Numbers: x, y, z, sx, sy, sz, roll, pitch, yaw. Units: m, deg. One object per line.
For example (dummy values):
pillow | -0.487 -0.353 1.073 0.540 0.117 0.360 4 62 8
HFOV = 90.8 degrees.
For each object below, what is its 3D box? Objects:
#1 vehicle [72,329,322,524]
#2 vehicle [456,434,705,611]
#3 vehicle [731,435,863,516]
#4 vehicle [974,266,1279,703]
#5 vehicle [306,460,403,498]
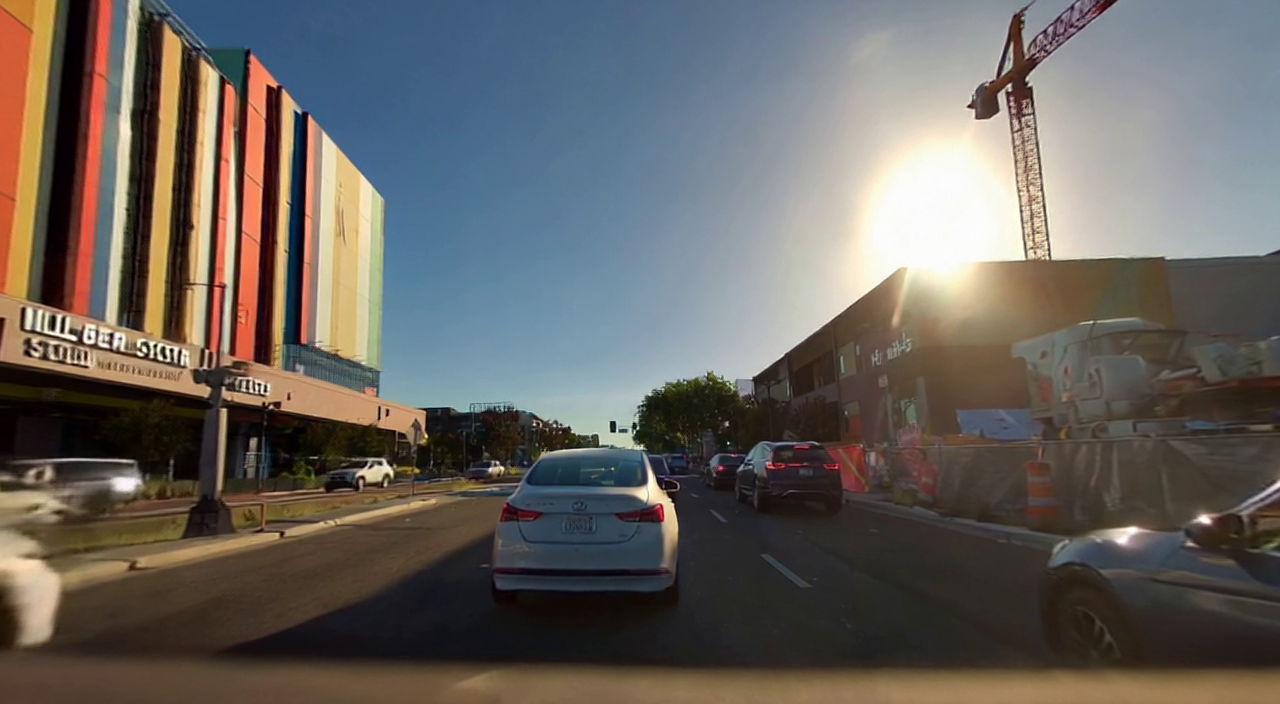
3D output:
vehicle | -9.102 1.620 13.488 2.592 3.548 3.414 -2 -9 4
vehicle | -0.467 1.772 7.555 2.131 1.496 4.193 0 -8 1
vehicle | 3.907 3.163 16.804 2.185 1.797 4.934 0 -8 -1
vehicle | 3.381 0.587 1.656 2.182 1.954 5.341 0 -8 2
vehicle | -12.949 5.771 29.014 1.986 1.476 4.753 -1 -8 3
